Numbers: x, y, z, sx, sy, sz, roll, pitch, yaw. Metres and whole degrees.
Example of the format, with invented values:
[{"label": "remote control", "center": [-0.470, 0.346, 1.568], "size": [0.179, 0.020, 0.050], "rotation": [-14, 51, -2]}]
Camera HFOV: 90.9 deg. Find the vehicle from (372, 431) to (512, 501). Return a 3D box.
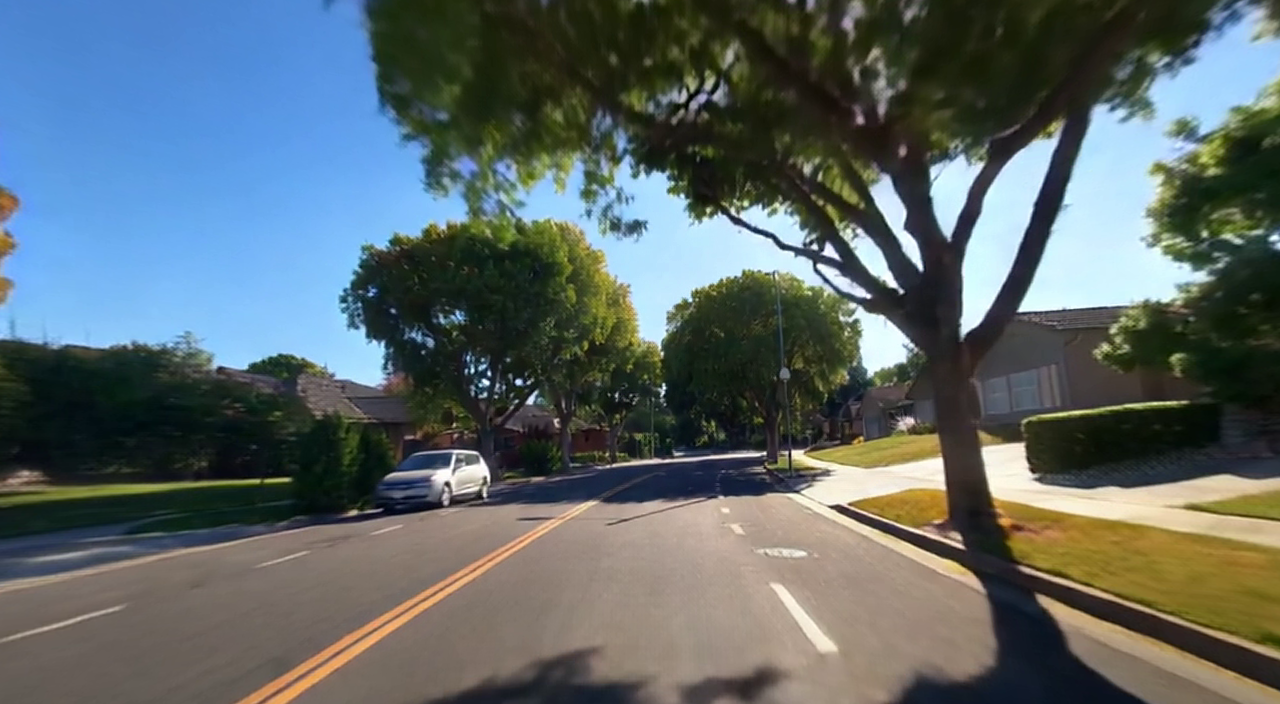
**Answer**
[{"label": "vehicle", "center": [-5.304, 3.308, 17.793], "size": [2.002, 1.601, 5.012], "rotation": [-3, -13, 4]}]
